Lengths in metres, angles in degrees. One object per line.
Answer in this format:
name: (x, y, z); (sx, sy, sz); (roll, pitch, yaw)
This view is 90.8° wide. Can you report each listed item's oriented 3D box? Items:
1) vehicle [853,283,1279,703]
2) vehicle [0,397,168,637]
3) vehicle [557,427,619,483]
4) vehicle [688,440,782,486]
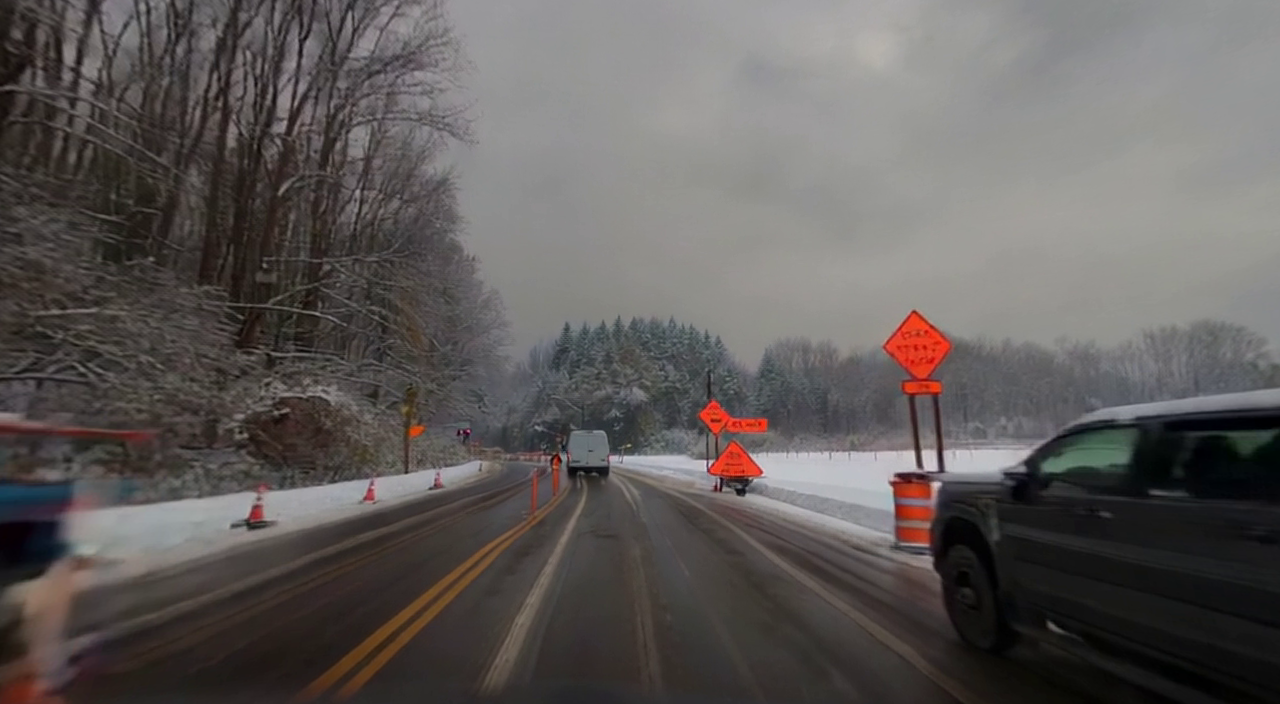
vehicle: (3.621, 0.840, 3.217); (2.415, 1.932, 6.910); (1, -9, -2)
vehicle: (-5.558, 1.086, 3.882); (1.992, 1.712, 4.504); (1, -9, -4)
vehicle: (-2.407, 4.576, 28.192); (2.362, 2.247, 4.892); (2, -9, -9)
vehicle: (2.967, 3.606, 20.755); (2.277, 1.299, 3.889); (0, -9, -3)
